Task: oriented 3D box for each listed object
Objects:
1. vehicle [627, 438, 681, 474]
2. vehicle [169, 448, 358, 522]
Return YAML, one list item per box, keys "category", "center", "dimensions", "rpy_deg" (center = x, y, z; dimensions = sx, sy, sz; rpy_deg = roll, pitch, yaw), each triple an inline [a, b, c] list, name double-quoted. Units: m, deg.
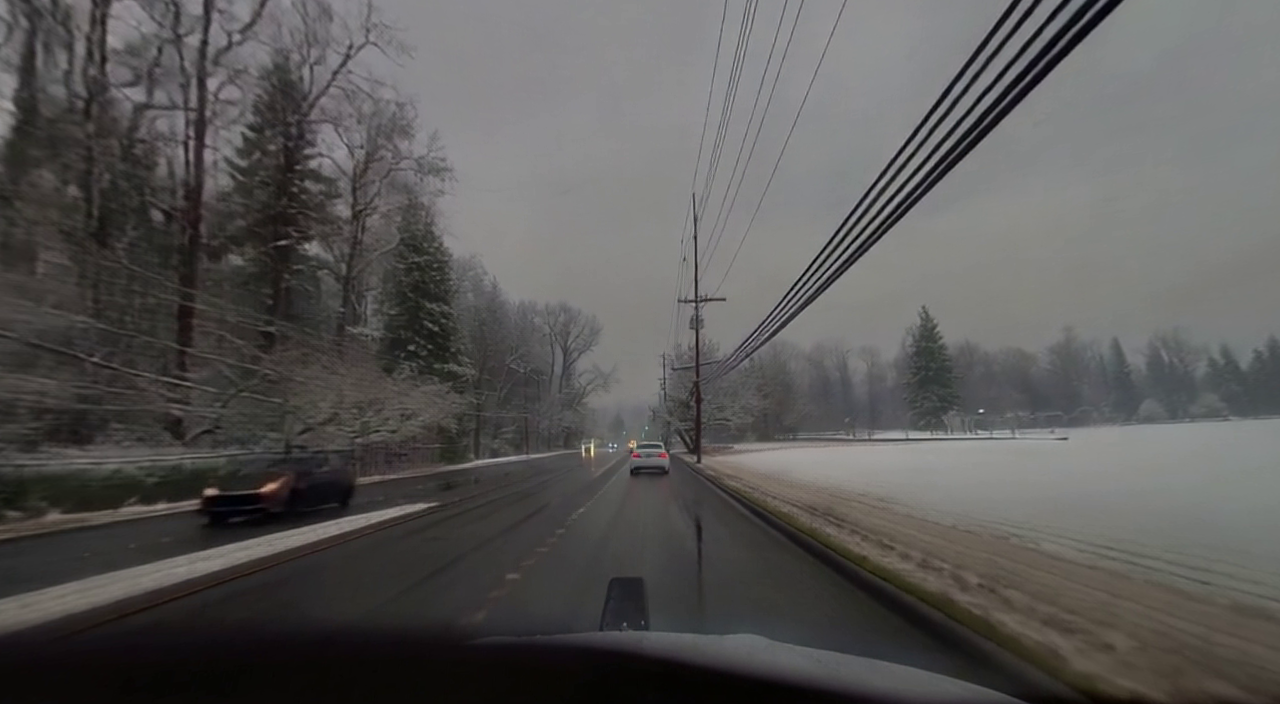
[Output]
- category: "vehicle"
  center: [0.608, 4.539, 27.709]
  dimensions: [2.153, 1.461, 4.374]
  rpy_deg: [0, -8, 1]
- category: "vehicle"
  center: [-9.023, 3.175, 15.624]
  dimensions: [2.061, 1.516, 4.121]
  rpy_deg: [0, -8, 1]
